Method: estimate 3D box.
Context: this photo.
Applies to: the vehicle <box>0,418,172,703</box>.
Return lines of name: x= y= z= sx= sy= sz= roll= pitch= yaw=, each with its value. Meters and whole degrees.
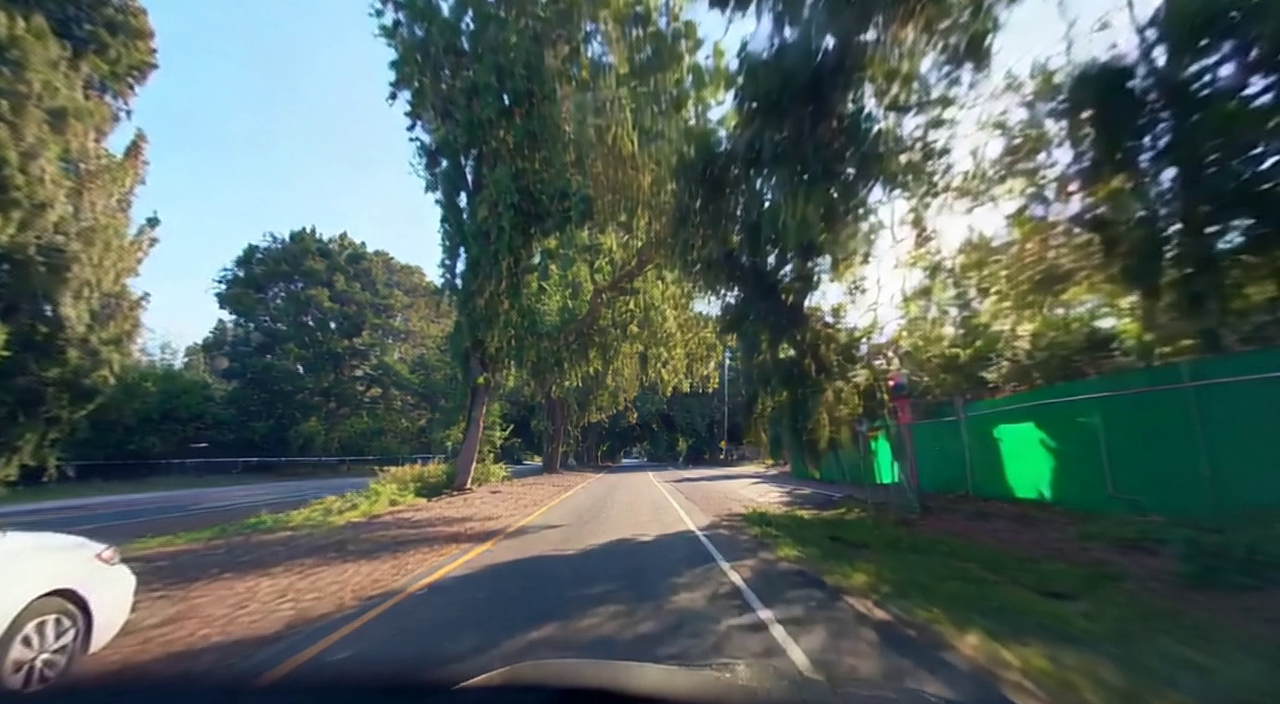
vehicle: x=-4.059 y=0.864 z=1.599 sx=2.120 sy=1.488 sz=4.766 roll=0 pitch=-8 yaw=-1
